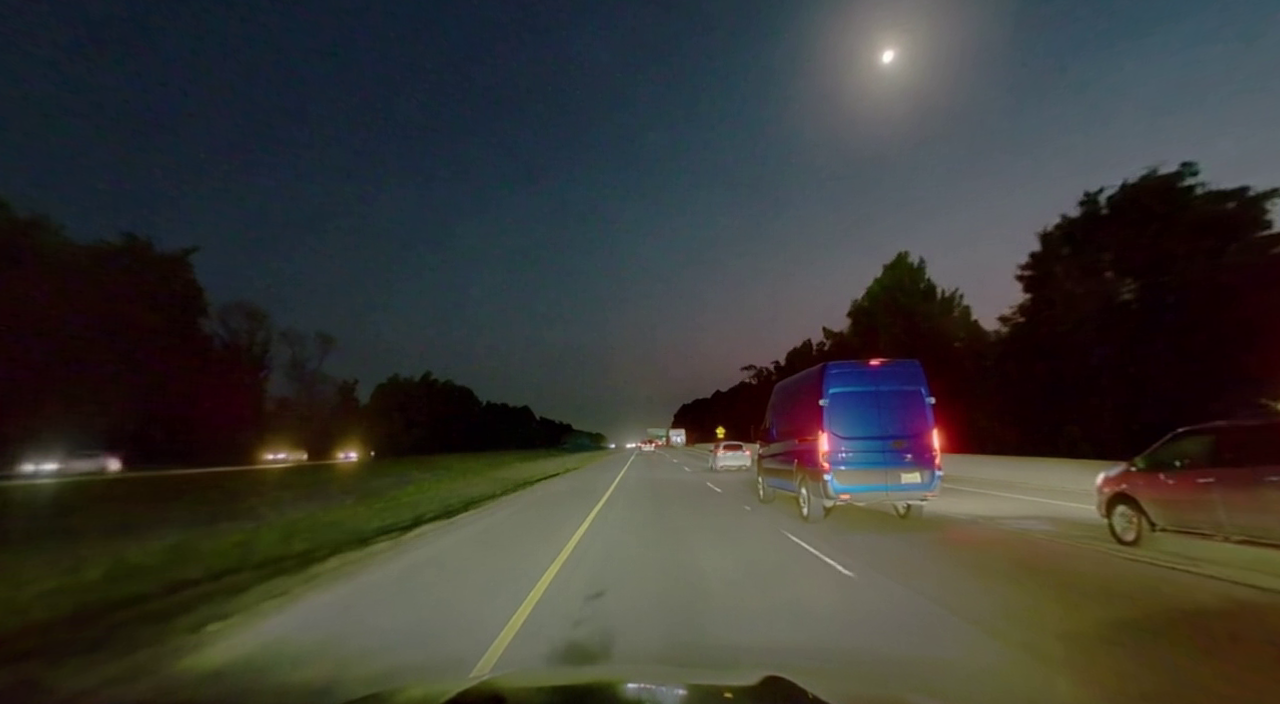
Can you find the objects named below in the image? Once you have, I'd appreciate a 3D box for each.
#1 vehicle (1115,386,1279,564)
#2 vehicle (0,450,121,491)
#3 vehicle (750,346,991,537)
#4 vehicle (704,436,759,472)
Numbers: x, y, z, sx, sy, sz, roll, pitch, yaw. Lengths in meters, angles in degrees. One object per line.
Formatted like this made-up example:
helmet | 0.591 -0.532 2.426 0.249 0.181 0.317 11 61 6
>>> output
vehicle | 8.002 1.316 6.735 2.212 1.902 4.654 0 -8 1
vehicle | -23.966 4.774 25.798 1.899 1.508 4.073 0 -8 1
vehicle | 3.743 1.671 11.855 2.302 2.670 5.912 0 -8 1
vehicle | 4.465 5.039 31.341 2.034 1.651 4.342 0 -8 0
